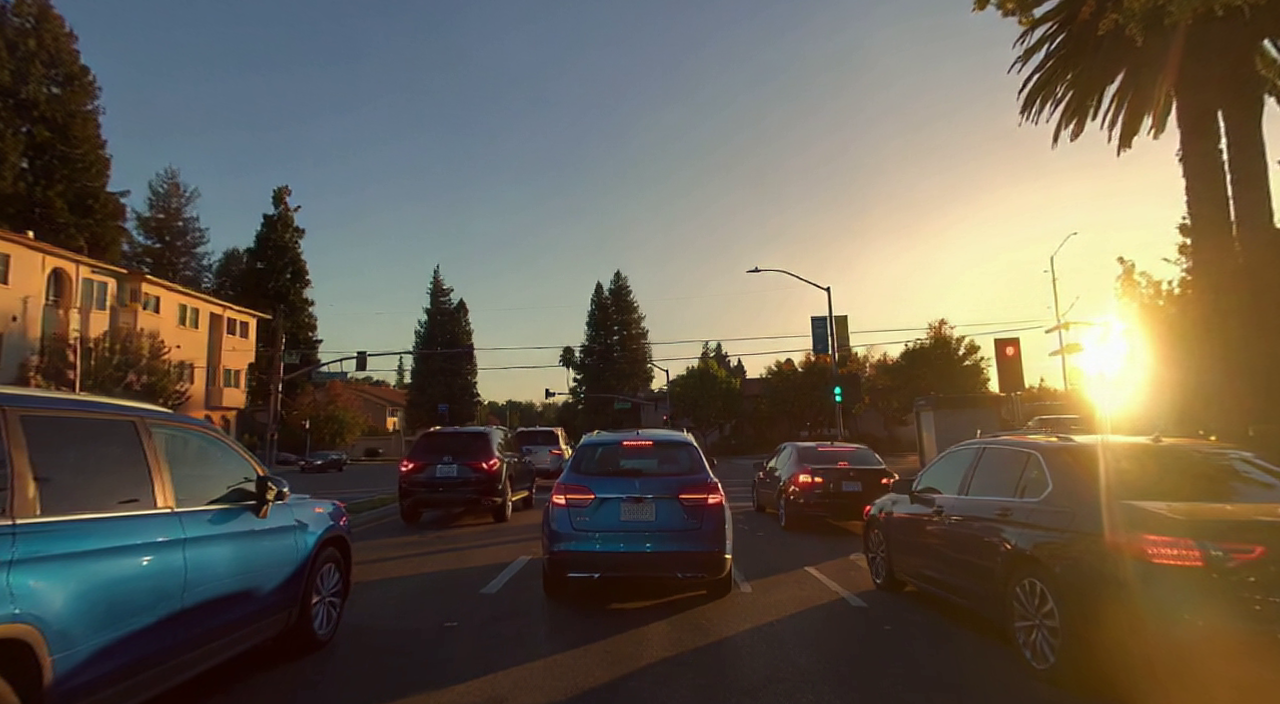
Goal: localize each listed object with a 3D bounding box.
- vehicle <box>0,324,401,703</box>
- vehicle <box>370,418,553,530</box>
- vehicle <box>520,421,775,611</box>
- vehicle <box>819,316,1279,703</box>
[{"bbox_3d":[-3.114,0.954,3.296,1.982,1.721,4.261,0,-8,1],"label":"vehicle"},{"bbox_3d":[-3.186,2.300,12.479,2.117,1.772,4.619,0,-8,2],"label":"vehicle"},{"bbox_3d":[0.025,1.597,7.051,2.021,1.490,3.948,0,-8,-1],"label":"vehicle"},{"bbox_3d":[3.215,1.108,4.798,2.141,1.833,4.704,0,-8,-2],"label":"vehicle"}]
